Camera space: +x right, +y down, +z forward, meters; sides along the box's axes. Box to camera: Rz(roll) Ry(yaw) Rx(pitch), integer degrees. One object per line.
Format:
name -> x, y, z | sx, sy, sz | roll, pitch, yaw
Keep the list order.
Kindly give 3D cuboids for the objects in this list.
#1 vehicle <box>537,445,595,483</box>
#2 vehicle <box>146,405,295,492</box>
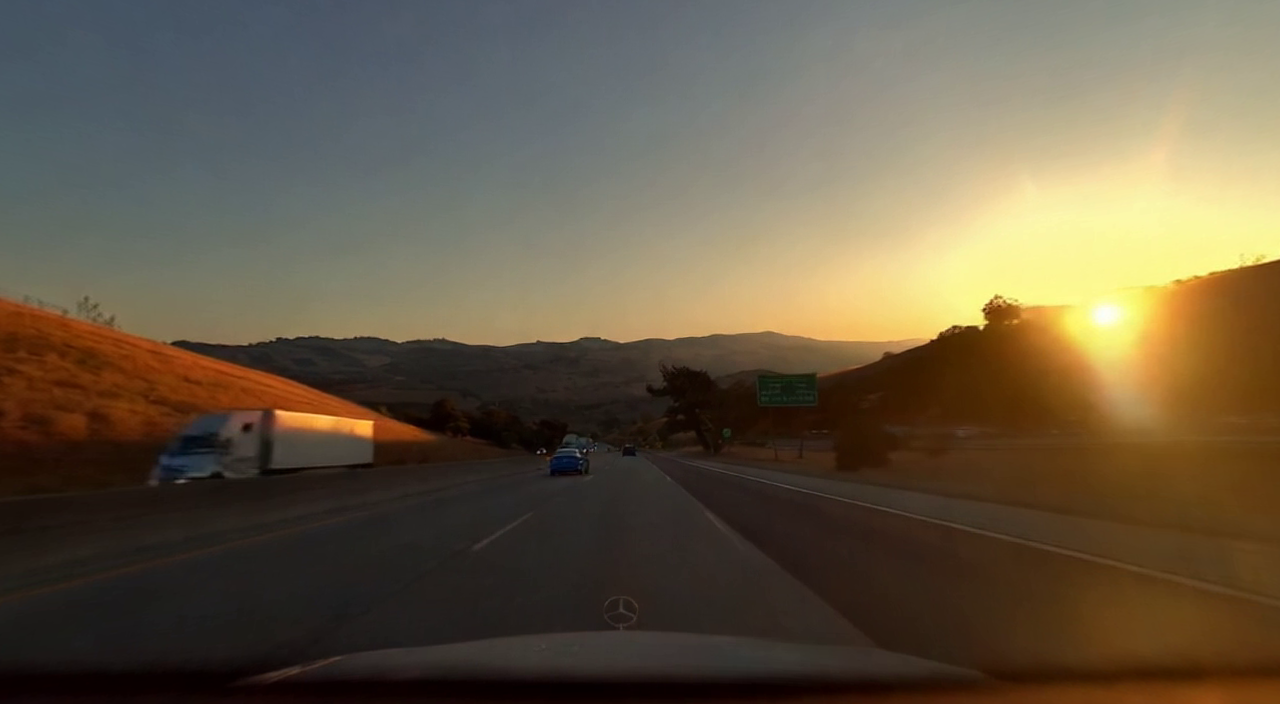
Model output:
vehicle -> -3.278, 5.092, 28.902 | 2.069, 1.573, 4.589 | 0, -9, 1
vehicle -> -20.025, 4.686, 30.580 | 2.971, 3.774, 5.969 | 0, -9, -1
